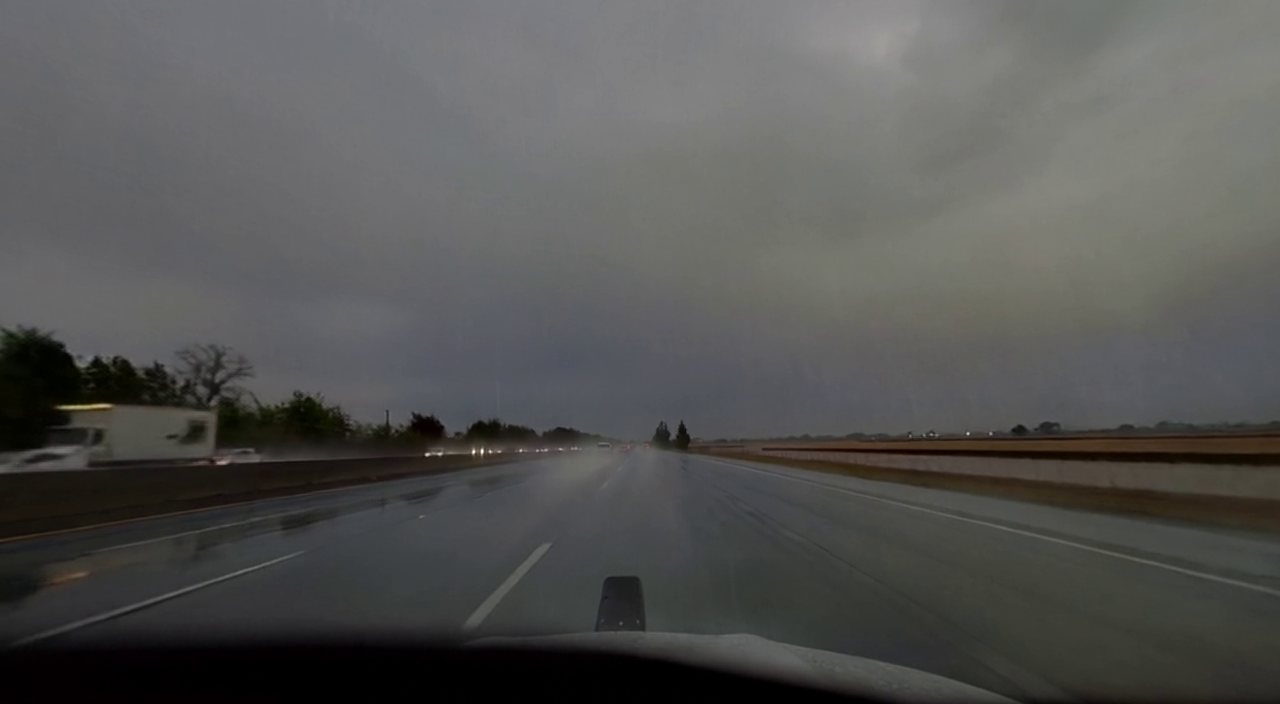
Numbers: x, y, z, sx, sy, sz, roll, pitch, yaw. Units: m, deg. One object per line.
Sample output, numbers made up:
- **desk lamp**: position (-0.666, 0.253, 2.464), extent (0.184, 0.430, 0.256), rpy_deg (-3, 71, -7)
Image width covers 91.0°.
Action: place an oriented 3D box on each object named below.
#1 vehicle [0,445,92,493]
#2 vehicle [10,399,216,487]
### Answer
- **vehicle**: position (-24.506, 4.508, 24.531), extent (1.969, 1.731, 4.753), rpy_deg (0, -9, 1)
- **vehicle**: position (-28.567, 5.081, 35.105), extent (3.036, 4.207, 9.501), rpy_deg (0, -9, 1)
